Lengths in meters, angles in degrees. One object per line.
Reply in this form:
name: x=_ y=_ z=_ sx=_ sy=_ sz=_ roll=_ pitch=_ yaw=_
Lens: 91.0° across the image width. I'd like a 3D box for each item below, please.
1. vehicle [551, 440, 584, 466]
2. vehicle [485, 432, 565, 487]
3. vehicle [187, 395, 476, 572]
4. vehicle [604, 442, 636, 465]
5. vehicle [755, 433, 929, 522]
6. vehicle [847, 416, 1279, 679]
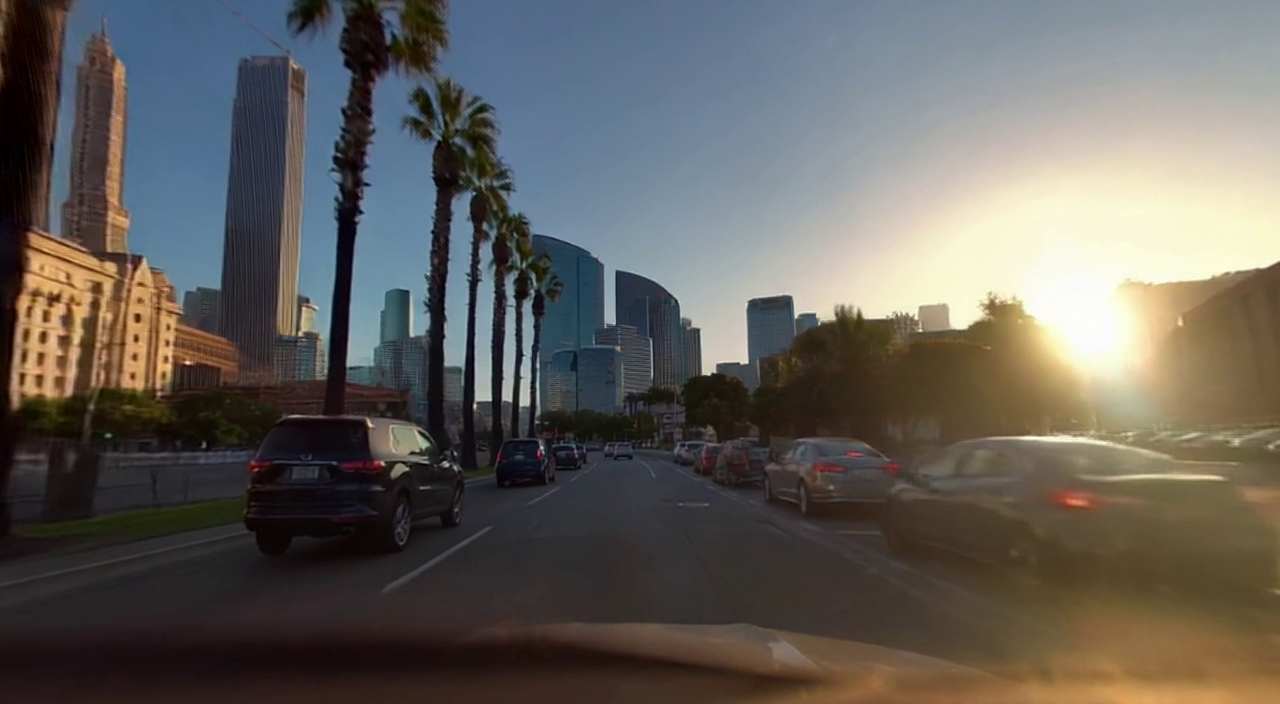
vehicle: x=-4.829 y=6.759 z=42.414 sx=1.955 sy=1.637 sz=4.243 roll=0 pitch=-8 yaw=-3
vehicle: x=-3.949 y=3.762 z=22.394 sx=2.014 sy=1.740 sz=4.392 roll=0 pitch=-8 yaw=0
vehicle: x=-3.710 y=1.650 z=8.611 sx=1.800 sy=1.797 sz=4.224 roll=0 pitch=-8 yaw=0
vehicle: x=-1.403 y=6.860 z=42.752 sx=2.036 sy=1.461 sz=3.890 roll=1 pitch=-8 yaw=-5
vehicle: x=3.841 y=2.455 z=12.986 sx=1.925 sy=1.486 sz=4.744 roll=0 pitch=-8 yaw=-1
vehicle: x=3.950 y=1.444 z=6.000 sx=2.138 sy=1.447 sz=4.793 roll=0 pitch=-8 yaw=-3
